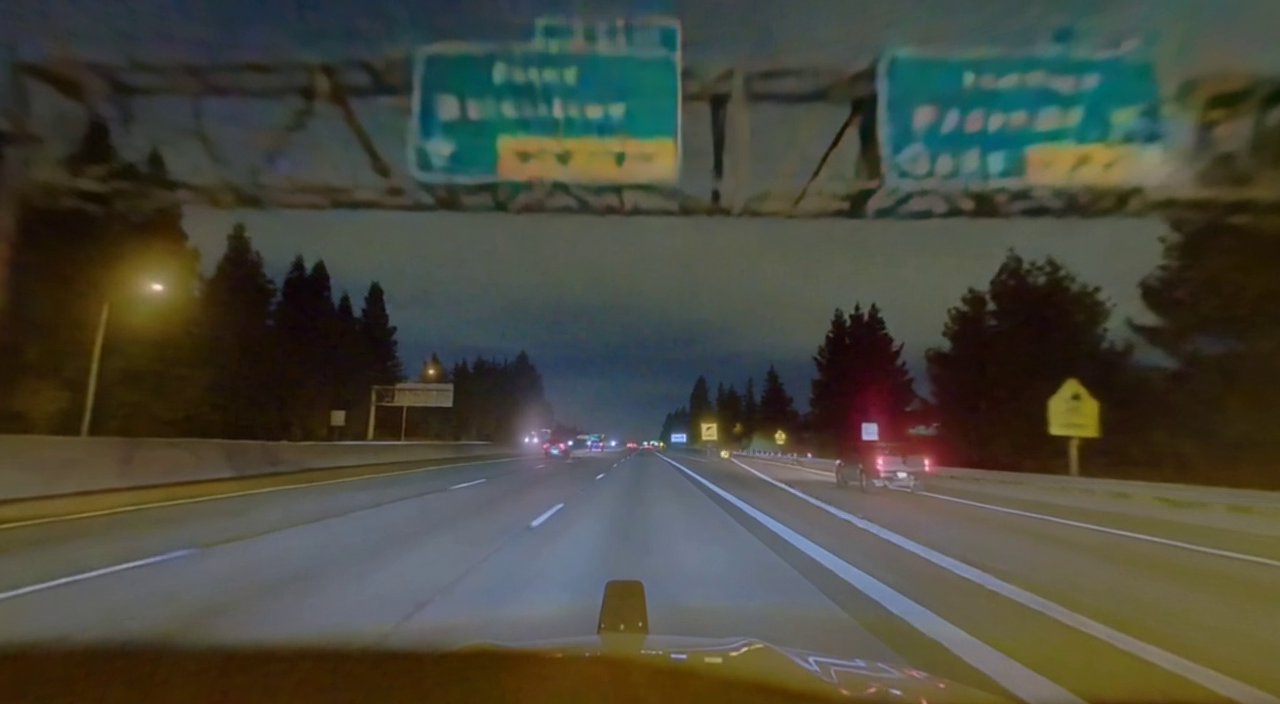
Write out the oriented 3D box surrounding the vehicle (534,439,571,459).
[{"bbox_3d":[-6.668,7.435,48.475,2.025,1.494,4.495,0,-8,2],"label":"vehicle"}]
